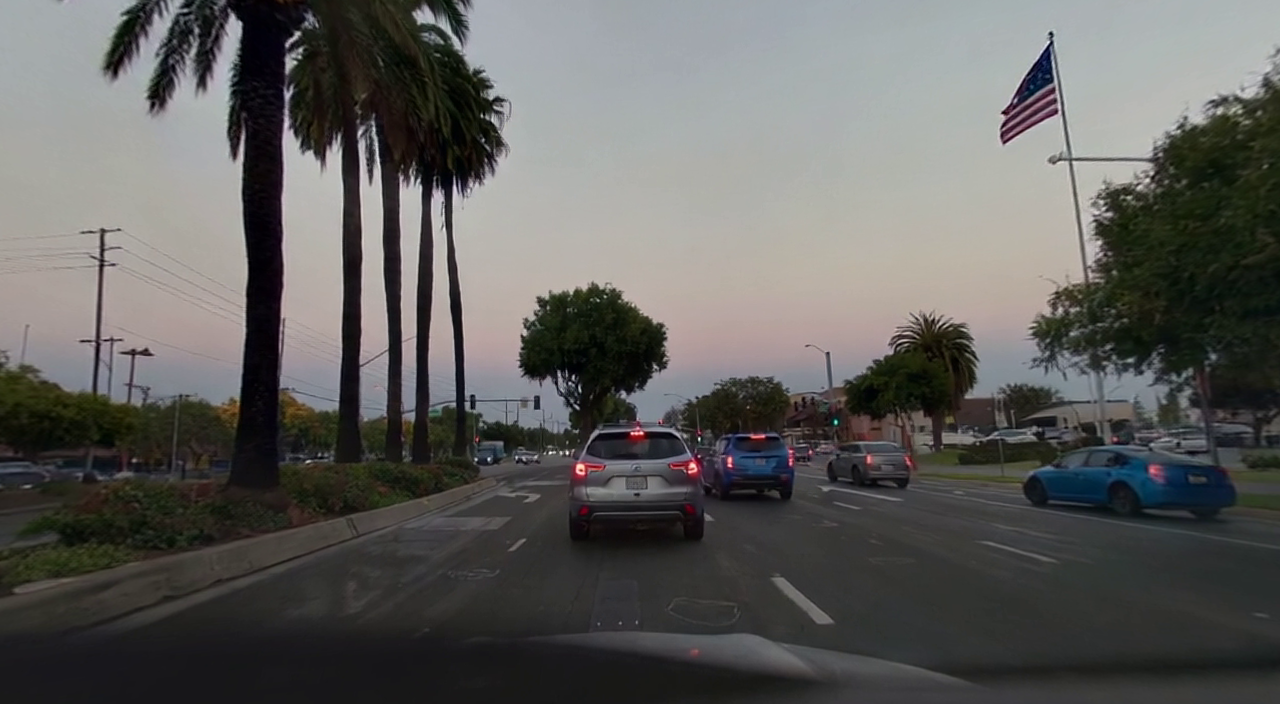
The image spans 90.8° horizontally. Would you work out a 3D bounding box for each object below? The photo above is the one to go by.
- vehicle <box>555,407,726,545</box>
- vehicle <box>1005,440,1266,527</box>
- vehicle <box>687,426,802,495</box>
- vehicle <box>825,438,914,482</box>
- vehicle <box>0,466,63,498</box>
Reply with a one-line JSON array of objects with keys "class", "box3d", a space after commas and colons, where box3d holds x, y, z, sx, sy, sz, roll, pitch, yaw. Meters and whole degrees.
[{"class": "vehicle", "box3d": [-0.032, 2.088, 11.257, 2.402, 1.938, 4.535, 0, -9, -1]}, {"class": "vehicle", "box3d": [9.850, 2.604, 13.135, 1.967, 1.485, 4.267, 0, -9, 1]}, {"class": "vehicle", "box3d": [3.312, 3.658, 21.747, 2.773, 2.021, 6.212, 0, -9, -1]}, {"class": "vehicle", "box3d": [10.071, 4.763, 28.196, 2.155, 1.779, 4.582, 0, -9, -1]}, {"class": "vehicle", "box3d": [-45.824, 9.270, 45.233, 6.410, 2.078, 2.584, 0, -9, 0]}]
